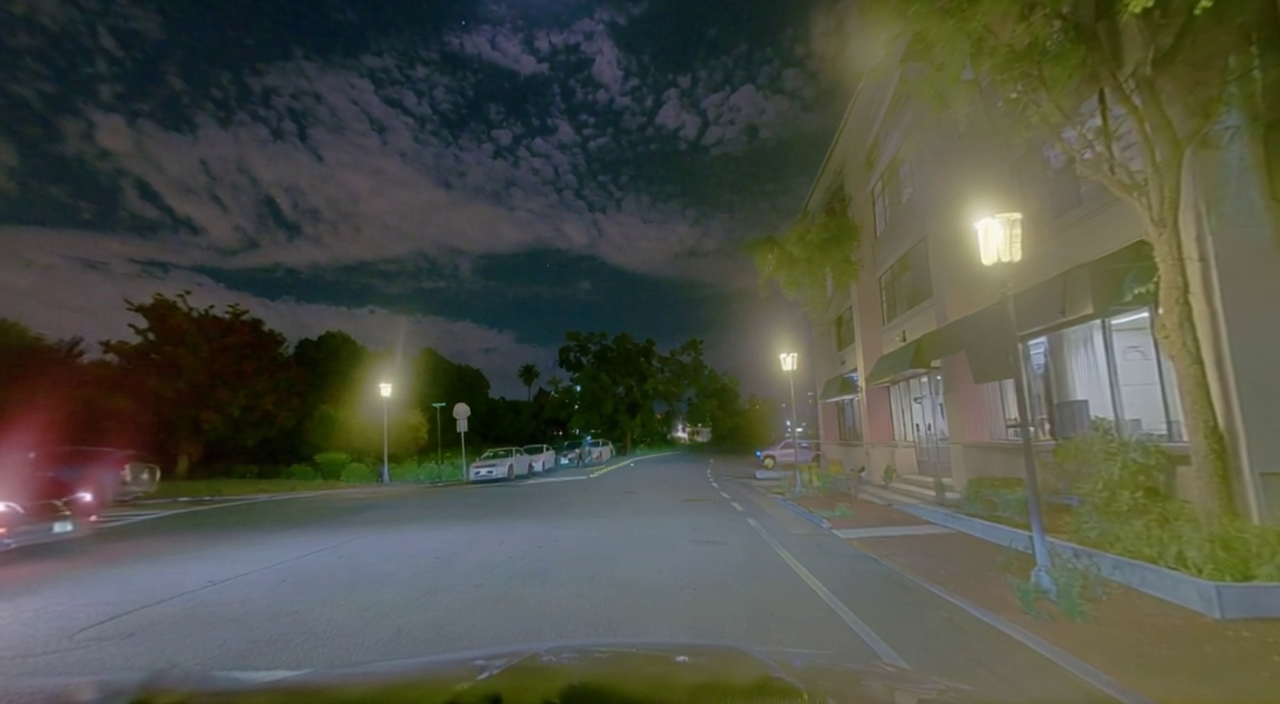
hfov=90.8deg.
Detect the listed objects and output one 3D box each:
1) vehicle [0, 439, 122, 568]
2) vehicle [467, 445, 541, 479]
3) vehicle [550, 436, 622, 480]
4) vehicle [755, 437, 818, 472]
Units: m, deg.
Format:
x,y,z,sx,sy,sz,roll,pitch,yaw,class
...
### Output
x,y,z,sx,sy,sz,roll,pitch,yaw,class
-10.113,2.069,8.955,4.141,1.620,1.876,-2,-9,9,vehicle
-6.067,4.960,28.736,1.968,1.443,4.358,-1,-9,6,vehicle
-2.122,4.384,26.341,2.110,1.651,4.410,-1,-9,7,vehicle
6.694,4.724,29.345,1.918,1.461,4.419,0,-8,1,vehicle
